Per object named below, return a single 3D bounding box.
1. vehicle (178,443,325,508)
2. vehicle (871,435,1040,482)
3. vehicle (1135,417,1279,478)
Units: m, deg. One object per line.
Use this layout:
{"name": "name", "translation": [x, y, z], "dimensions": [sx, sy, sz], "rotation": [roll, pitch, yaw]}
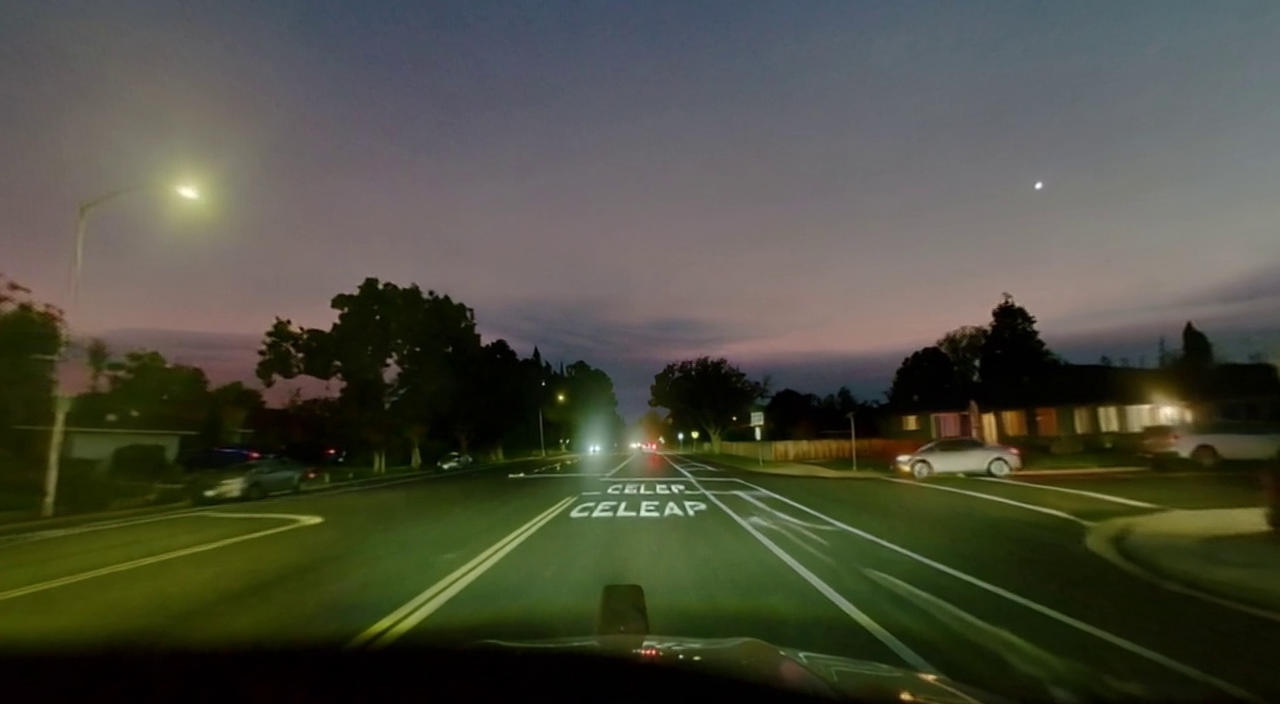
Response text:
{"name": "vehicle", "translation": [-12.546, 3.966, 20.758], "dimensions": [1.965, 1.653, 4.488], "rotation": [-3, -6, 1]}
{"name": "vehicle", "translation": [10.864, 3.702, 22.125], "dimensions": [4.818, 1.525, 2.163], "rotation": [-1, -9, 9]}
{"name": "vehicle", "translation": [19.577, 3.106, 20.566], "dimensions": [4.754, 1.844, 2.272], "rotation": [-1, -9, 5]}
